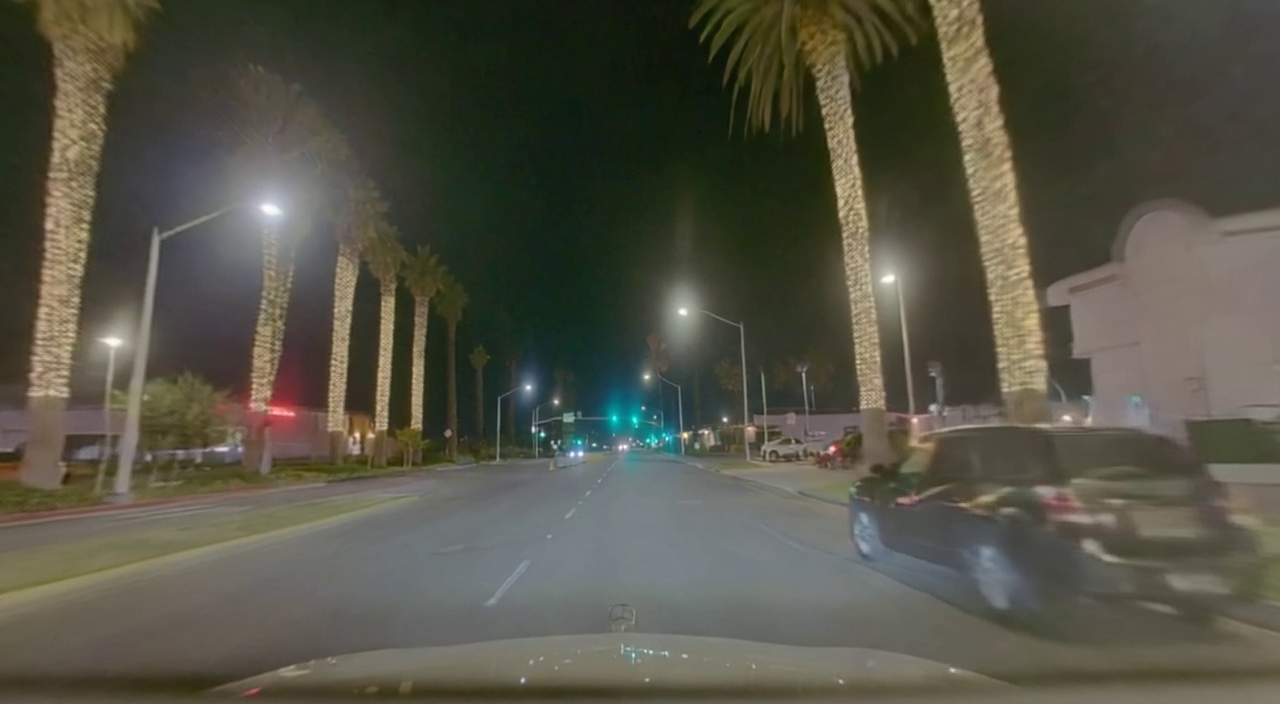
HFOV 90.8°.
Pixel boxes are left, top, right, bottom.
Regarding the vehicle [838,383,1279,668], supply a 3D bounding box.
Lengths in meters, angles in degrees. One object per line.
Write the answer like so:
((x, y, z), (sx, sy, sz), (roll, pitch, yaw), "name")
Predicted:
((3.761, 1.407, 6.165), (2.138, 1.743, 4.363), (1, -9, -2), "vehicle")

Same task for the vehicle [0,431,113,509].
((-19.411, 3.687, 20.195), (6.167, 2.125, 2.526), (-7, -10, 38), "vehicle")
